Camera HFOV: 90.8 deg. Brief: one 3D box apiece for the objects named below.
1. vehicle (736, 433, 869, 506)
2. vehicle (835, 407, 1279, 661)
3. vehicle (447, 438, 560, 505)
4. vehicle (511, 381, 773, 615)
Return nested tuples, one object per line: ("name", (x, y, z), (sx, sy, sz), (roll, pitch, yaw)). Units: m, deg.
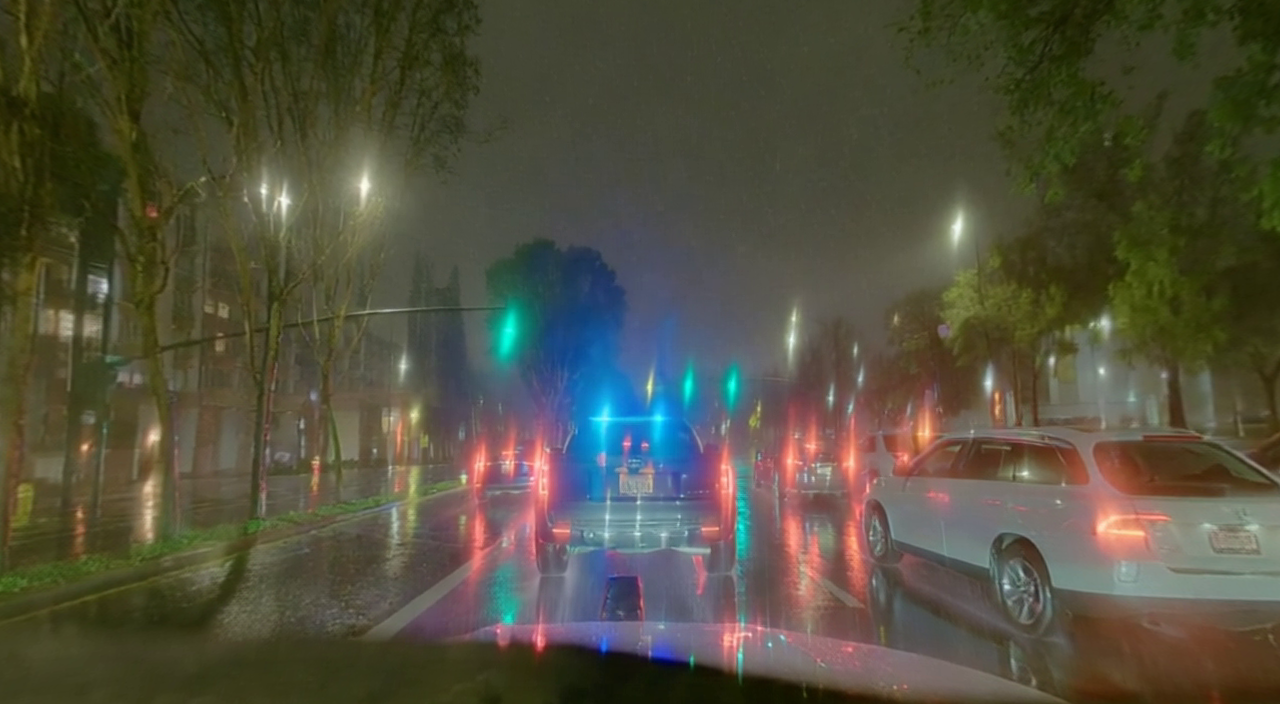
("vehicle", (3.648, 2.708, 15.059), (1.940, 1.474, 4.234), (0, -8, -1))
("vehicle", (3.643, 1.407, 6.074), (1.995, 1.483, 4.533), (0, -8, -1))
("vehicle", (-3.315, 2.979, 16.220), (1.913, 1.464, 4.276), (0, -8, 0))
("vehicle", (-0.037, 1.464, 7.267), (2.038, 1.819, 4.505), (0, -8, -1))
